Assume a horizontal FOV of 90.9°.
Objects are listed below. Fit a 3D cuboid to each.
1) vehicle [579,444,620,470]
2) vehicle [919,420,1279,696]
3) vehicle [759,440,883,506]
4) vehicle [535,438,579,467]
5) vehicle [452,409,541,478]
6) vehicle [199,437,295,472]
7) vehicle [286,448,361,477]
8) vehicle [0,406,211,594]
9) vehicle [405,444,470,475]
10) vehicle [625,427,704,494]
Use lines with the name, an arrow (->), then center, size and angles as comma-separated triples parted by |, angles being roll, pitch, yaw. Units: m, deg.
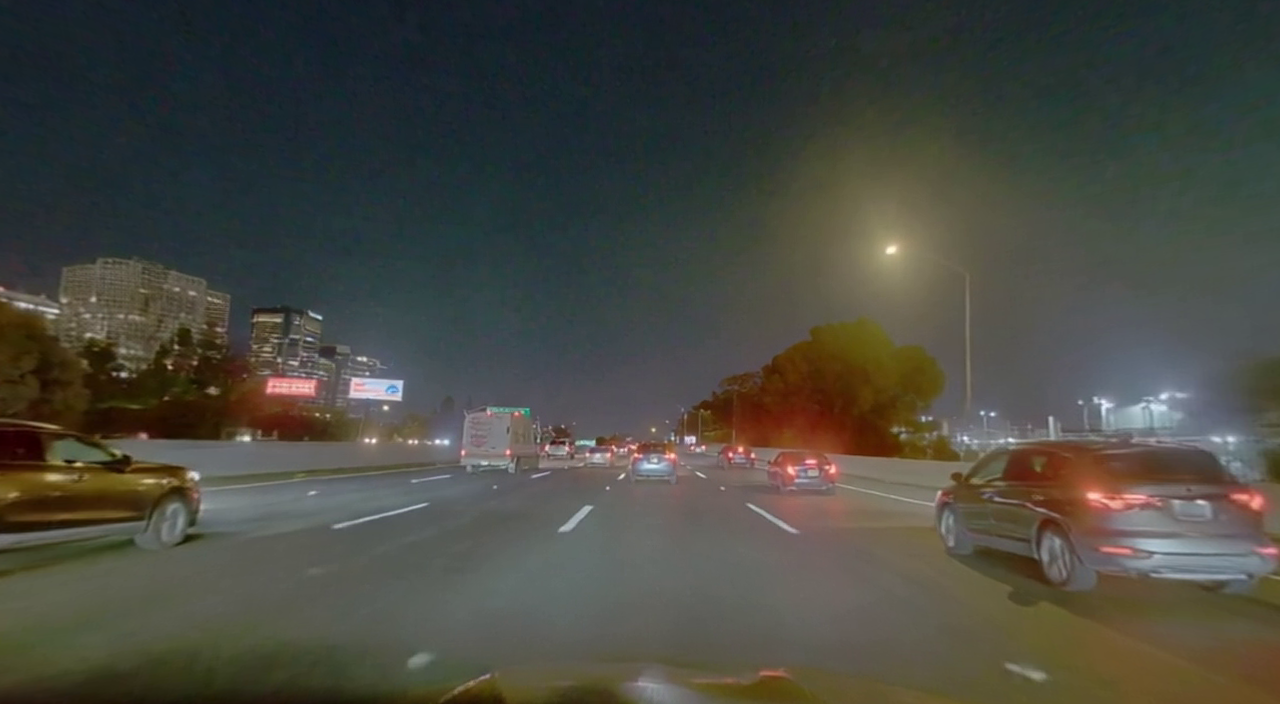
vehicle -> -2.421, 6.440, 38.883 | 2.079, 1.499, 4.512 | 0, -9, 1
vehicle -> 4.457, 1.450, 5.602 | 1.915, 1.482, 4.537 | 0, -9, 1
vehicle -> 4.552, 3.113, 16.663 | 1.942, 1.487, 4.518 | 0, -9, 0
vehicle -> -6.014, 7.375, 46.436 | 2.269, 1.929, 6.032 | 0, -9, 1
vehicle -> -6.440, 4.300, 29.476 | 2.358, 2.817, 7.055 | 0, -9, 1
vehicle -> -20.425, 5.351, 33.044 | 1.920, 1.695, 4.612 | 0, -9, 2
vehicle -> -16.229, 5.638, 32.538 | 1.823, 1.388, 3.705 | 0, -9, 1
vehicle -> -6.637, 1.359, 5.904 | 2.021, 1.632, 4.417 | 0, -9, 2
vehicle -> -10.266, 5.478, 32.329 | 1.923, 1.480, 3.905 | 0, -9, 2
vehicle -> 0.736, 3.419, 20.171 | 2.209, 1.863, 4.626 | 0, -9, 1
